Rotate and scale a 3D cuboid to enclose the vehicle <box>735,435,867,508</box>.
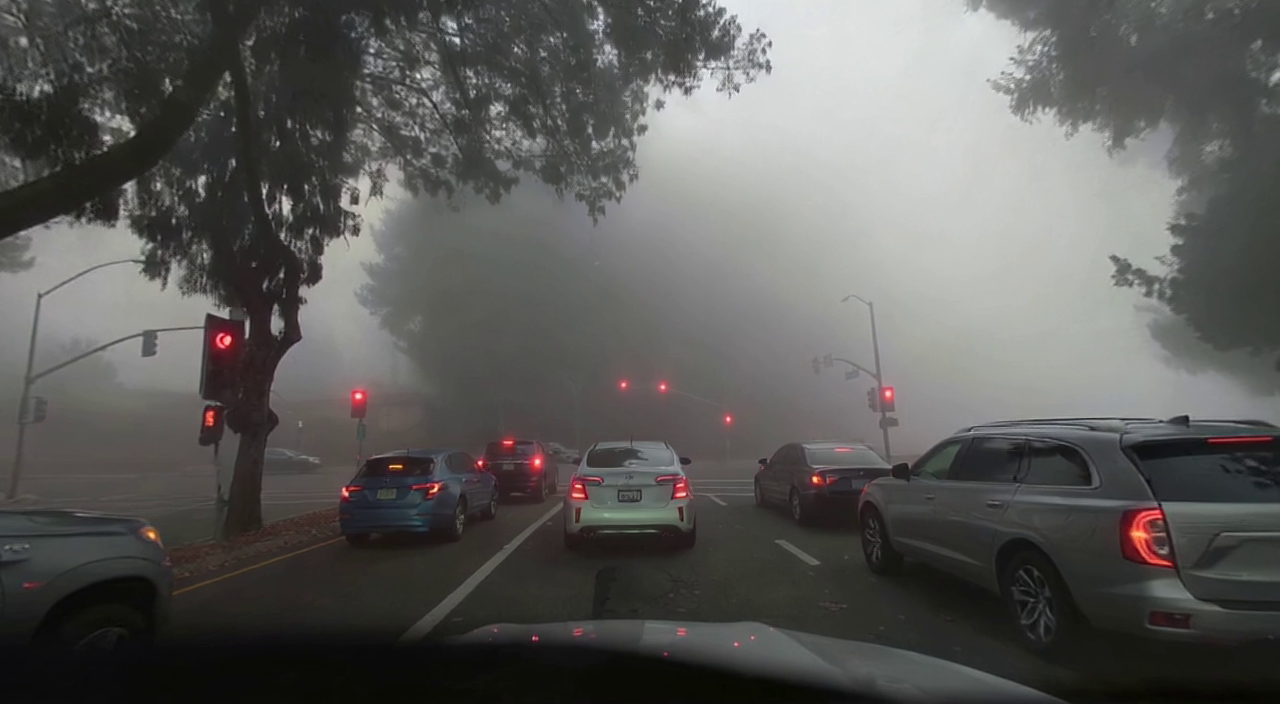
[{"bbox_3d":[3.646,2.780,15.247,1.922,1.472,4.440,0,-8,-1],"label":"vehicle"}]

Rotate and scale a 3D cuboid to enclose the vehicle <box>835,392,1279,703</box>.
[{"bbox_3d":[3.381,1.311,5.420,1.933,1.564,4.600,0,-8,0],"label":"vehicle"}]

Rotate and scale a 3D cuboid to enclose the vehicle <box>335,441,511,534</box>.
[{"bbox_3d":[-3.928,2.501,12.342,1.919,1.459,4.371,0,-8,-1],"label":"vehicle"}]

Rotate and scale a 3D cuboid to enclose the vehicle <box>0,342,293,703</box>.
[{"bbox_3d":[-3.671,0.844,2.546,2.047,1.764,4.369,0,-8,0],"label":"vehicle"}]

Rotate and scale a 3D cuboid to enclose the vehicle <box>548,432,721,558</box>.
[{"bbox_3d":[-0.082,2.005,9.591,2.061,1.470,3.970,0,-8,0],"label":"vehicle"}]
